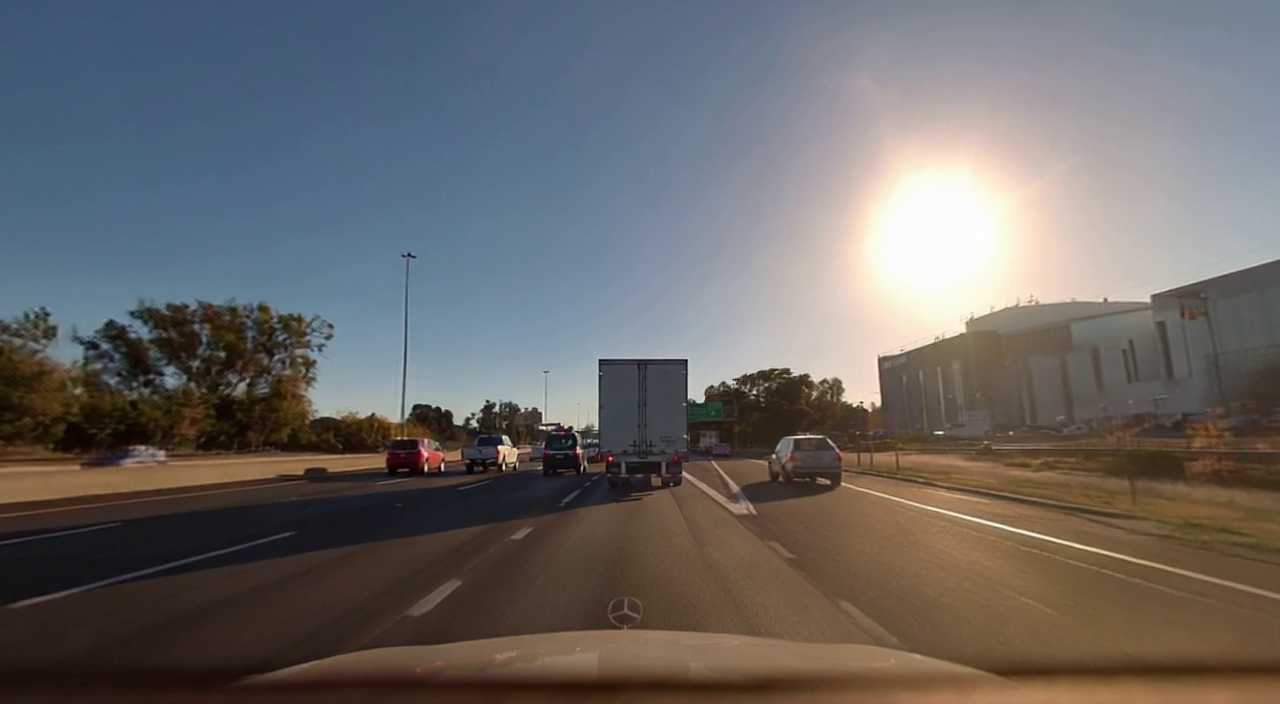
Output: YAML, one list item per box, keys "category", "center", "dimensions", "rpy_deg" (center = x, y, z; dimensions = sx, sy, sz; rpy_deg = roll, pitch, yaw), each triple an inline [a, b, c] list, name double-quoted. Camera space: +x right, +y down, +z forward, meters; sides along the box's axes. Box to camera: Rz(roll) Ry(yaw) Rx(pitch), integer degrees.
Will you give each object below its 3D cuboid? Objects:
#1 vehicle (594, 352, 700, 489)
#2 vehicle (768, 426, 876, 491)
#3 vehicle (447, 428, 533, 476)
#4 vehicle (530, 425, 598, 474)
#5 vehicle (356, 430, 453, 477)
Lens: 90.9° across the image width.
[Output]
- category: "vehicle"
  center: [0.092, 2.617, 22.495]
  dimensions: [2.941, 3.794, 9.851]
  rpy_deg: [0, -9, -1]
- category: "vehicle"
  center: [5.607, 3.367, 20.158]
  dimensions: [2.137, 1.796, 4.817]
  rpy_deg: [0, -9, 2]
- category: "vehicle"
  center: [-6.803, 4.654, 29.417]
  dimensions: [2.479, 1.978, 5.952]
  rpy_deg: [0, -9, 1]
- category: "vehicle"
  center: [-3.424, 4.580, 29.739]
  dimensions: [2.379, 2.075, 6.169]
  rpy_deg: [0, -9, 1]
- category: "vehicle"
  center: [-10.443, 4.579, 28.591]
  dimensions: [2.089, 1.885, 5.888]
  rpy_deg: [0, -9, 0]
